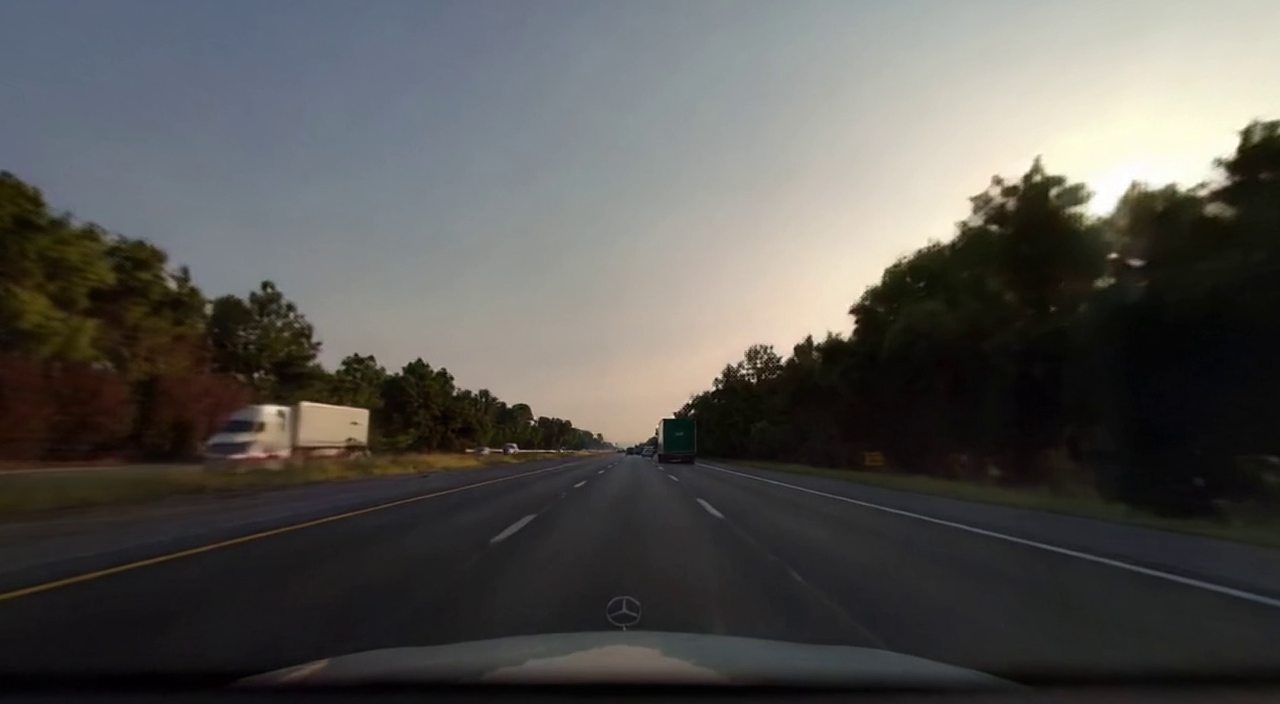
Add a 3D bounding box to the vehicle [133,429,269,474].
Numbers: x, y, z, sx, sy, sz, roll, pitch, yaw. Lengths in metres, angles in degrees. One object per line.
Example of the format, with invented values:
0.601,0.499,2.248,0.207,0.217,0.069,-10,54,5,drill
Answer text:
-15.895,3.644,23.156,1.826,1.466,4.425,0,-9,0,vehicle
